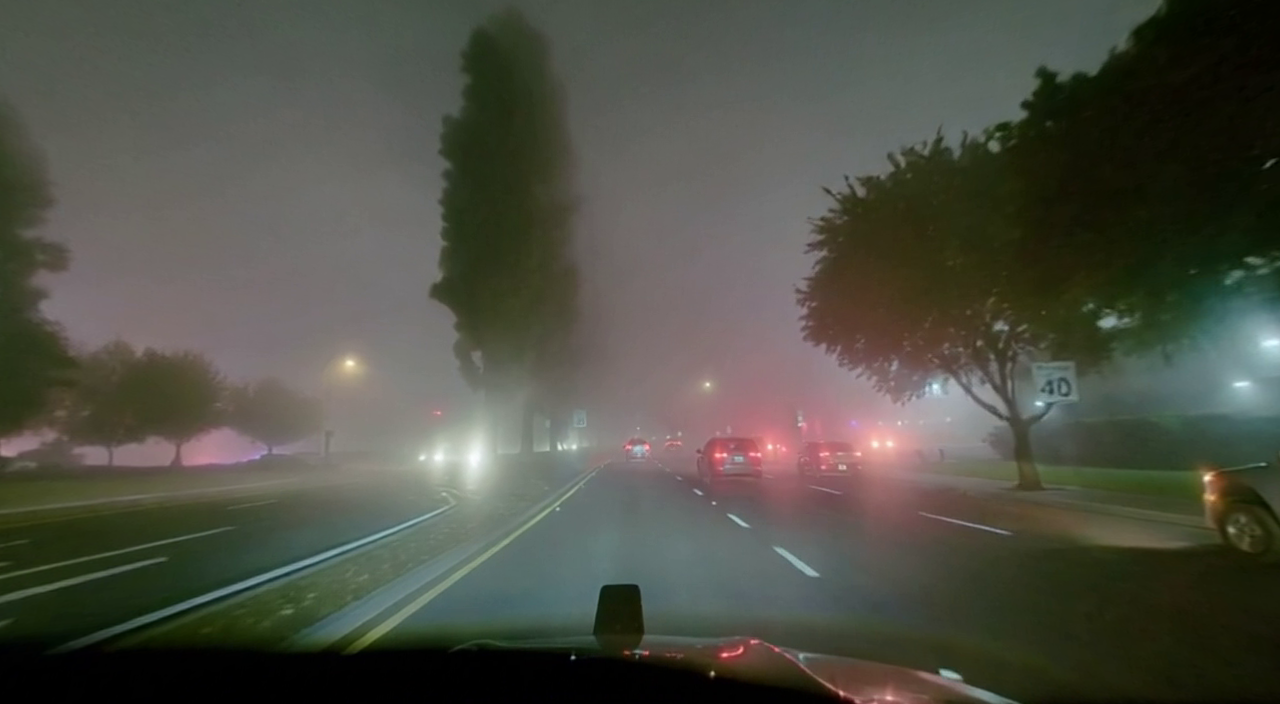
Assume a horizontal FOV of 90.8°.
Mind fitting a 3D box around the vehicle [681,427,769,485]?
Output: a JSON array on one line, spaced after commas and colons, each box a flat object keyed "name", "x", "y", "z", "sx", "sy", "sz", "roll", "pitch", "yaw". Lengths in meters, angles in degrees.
[{"name": "vehicle", "x": 2.786, "y": 3.560, "z": 21.886, "sx": 2.227, "sy": 1.794, "sz": 4.457, "roll": 0, "pitch": -8, "yaw": -2}]

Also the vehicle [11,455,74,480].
[{"name": "vehicle", "x": -44.526, "y": 8.571, "z": 47.208, "sx": 1.896, "sy": 1.725, "sz": 4.611, "roll": 3, "pitch": -9, "yaw": -24}]

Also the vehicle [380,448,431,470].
[{"name": "vehicle", "x": -18.305, "y": 8.368, "z": 49.624, "sx": 2.129, "sy": 1.531, "sz": 4.696, "roll": 0, "pitch": -8, "yaw": 1}]

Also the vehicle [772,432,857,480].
[{"name": "vehicle", "x": 6.676, "y": 4.023, "z": 24.693, "sx": 2.025, "sy": 1.719, "sz": 4.161, "roll": 0, "pitch": -8, "yaw": -1}]

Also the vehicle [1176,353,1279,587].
[{"name": "vehicle", "x": 7.173, "y": 0.816, "z": 3.974, "sx": 2.429, "sy": 2.142, "sz": 5.731, "roll": 0, "pitch": -8, "yaw": -1}]

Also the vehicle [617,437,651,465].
[{"name": "vehicle", "x": -0.384, "y": 6.408, "z": 41.132, "sx": 2.132, "sy": 1.693, "sz": 3.819, "roll": 0, "pitch": -8, "yaw": -1}]
